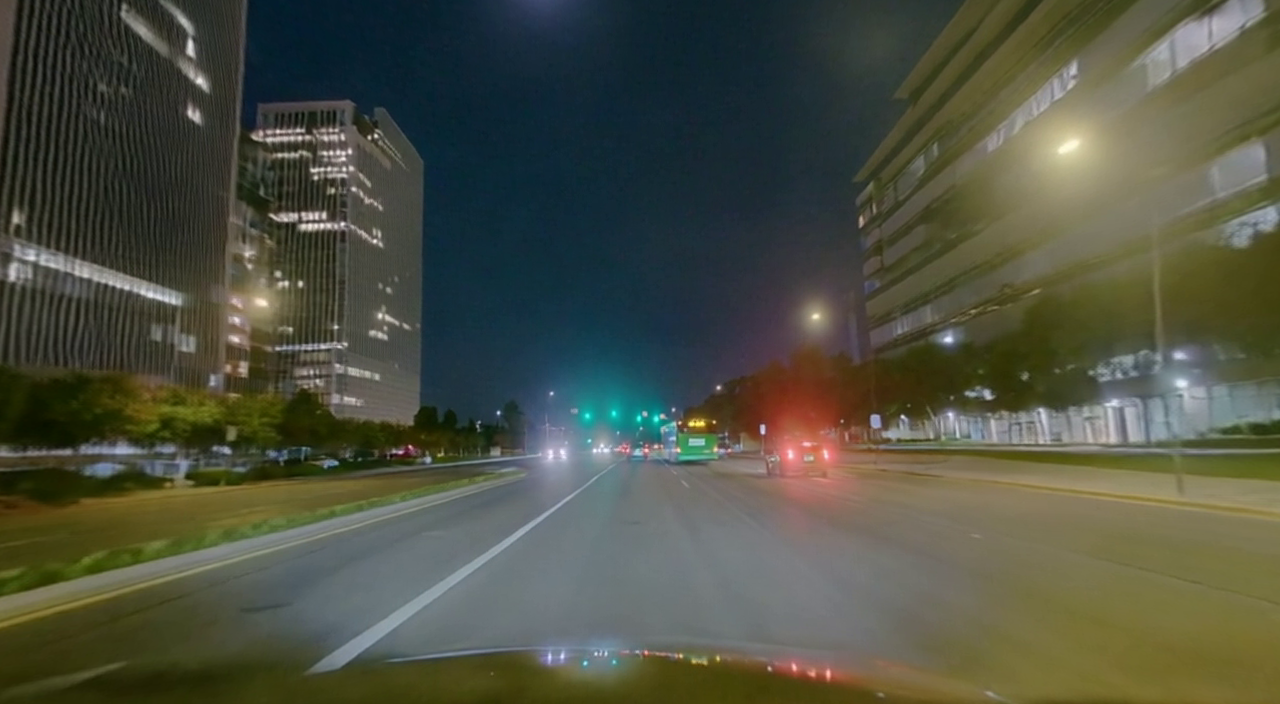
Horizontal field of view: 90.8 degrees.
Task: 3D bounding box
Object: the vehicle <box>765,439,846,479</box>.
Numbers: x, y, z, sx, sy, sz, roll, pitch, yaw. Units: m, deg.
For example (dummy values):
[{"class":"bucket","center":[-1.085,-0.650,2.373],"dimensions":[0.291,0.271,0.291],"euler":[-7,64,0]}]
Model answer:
[{"class":"vehicle","center":[6.648,4.351,25.904],"dimensions":[1.992,1.447,4.414],"euler":[0,-9,-2]}]
